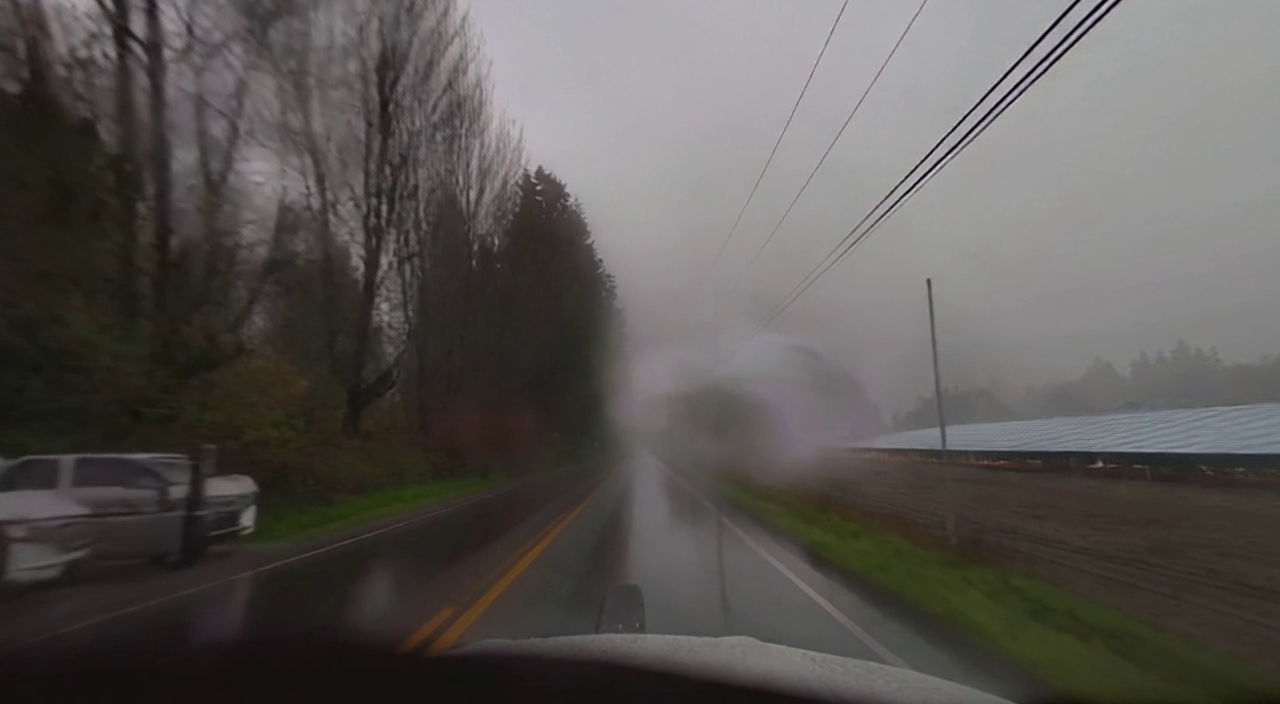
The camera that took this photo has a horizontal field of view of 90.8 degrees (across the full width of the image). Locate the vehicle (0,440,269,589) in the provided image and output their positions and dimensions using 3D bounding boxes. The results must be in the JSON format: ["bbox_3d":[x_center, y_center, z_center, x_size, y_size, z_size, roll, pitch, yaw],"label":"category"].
[{"bbox_3d":[-7.886,2.080,8.565,4.374,1.717,2.094,0,-9,2],"label":"vehicle"}]

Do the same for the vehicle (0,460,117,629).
[{"bbox_3d":[-8.122,1.817,6.026,4.525,1.499,1.934,0,-9,1],"label":"vehicle"}]
